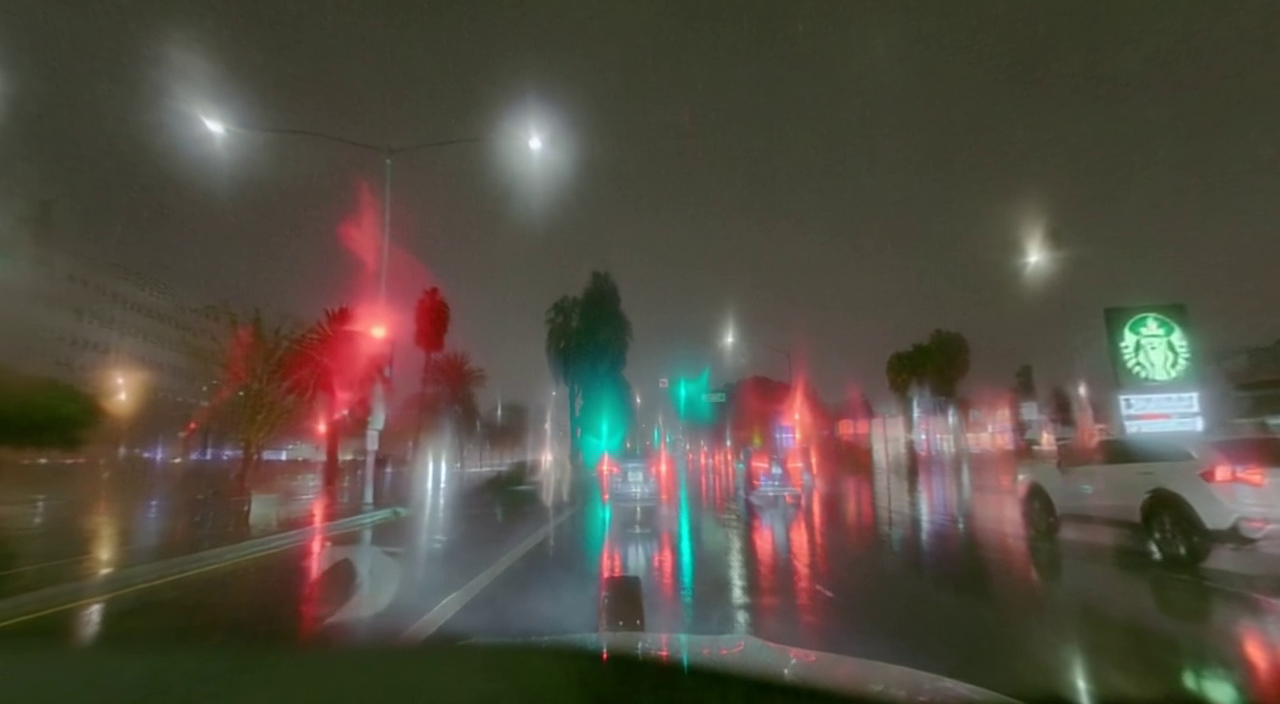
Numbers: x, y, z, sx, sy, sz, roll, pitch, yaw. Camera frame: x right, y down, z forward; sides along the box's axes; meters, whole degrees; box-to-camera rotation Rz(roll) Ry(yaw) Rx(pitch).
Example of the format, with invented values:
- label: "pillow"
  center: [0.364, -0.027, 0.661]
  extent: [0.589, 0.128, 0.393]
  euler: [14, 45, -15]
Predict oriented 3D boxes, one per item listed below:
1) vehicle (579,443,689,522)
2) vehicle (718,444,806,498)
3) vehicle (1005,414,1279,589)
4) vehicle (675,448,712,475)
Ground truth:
- label: "vehicle"
  center: [-0.162, 2.804, 14.177]
  extent: [2.110, 1.487, 3.873]
  euler: [0, -8, -1]
- label: "vehicle"
  center: [3.801, 3.770, 20.417]
  extent: [1.892, 1.532, 4.177]
  euler: [0, -8, -2]
- label: "vehicle"
  center: [7.000, 1.754, 8.239]
  extent: [1.940, 1.674, 4.085]
  euler: [0, -8, -1]
- label: "vehicle"
  center: [3.432, 7.139, 41.436]
  extent: [2.012, 1.570, 4.600]
  euler: [0, -8, 0]
